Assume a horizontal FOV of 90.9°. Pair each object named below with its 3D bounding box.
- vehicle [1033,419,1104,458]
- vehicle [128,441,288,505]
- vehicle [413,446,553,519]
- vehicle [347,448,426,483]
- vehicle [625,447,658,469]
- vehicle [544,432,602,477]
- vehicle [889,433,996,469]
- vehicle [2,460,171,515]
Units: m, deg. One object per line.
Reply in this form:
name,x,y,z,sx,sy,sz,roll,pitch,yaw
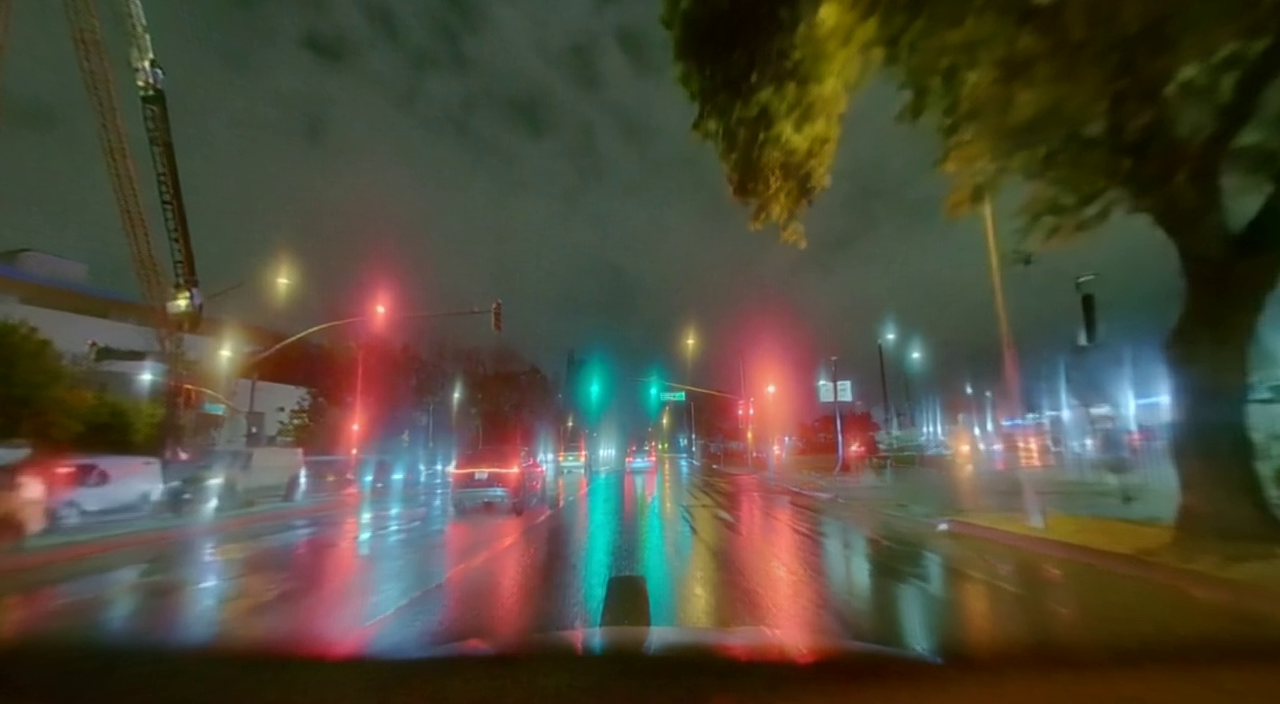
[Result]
vehicle,23.677,4.798,34.721,2.304,1.936,5.023,-8,-12,42
vehicle,-15.463,4.316,23.042,2.270,1.978,5.032,-3,-9,0
vehicle,-3.390,2.902,14.632,1.959,1.406,4.527,0,-9,2
vehicle,-11.642,5.191,29.191,1.898,1.498,3.913,0,-9,2
vehicle,0.118,7.211,43.178,2.171,1.422,4.146,0,-9,1
vehicle,-3.202,5.079,31.336,2.240,2.054,4.662,0,-9,2
vehicle,13.444,4.372,28.078,4.061,1.465,1.803,2,-8,-17
vehicle,-19.334,4.706,22.362,1.965,1.539,4.461,-4,-9,1
